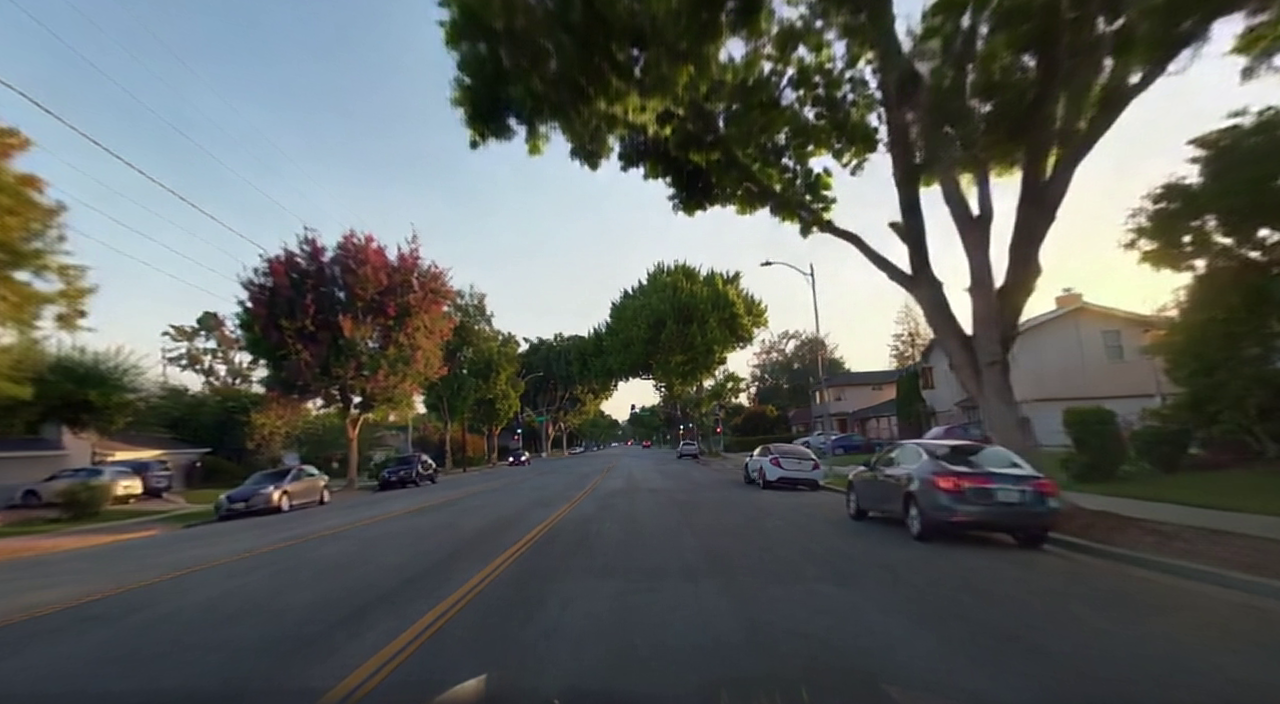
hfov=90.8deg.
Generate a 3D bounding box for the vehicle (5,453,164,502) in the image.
[{"bbox_3d":[-19.958,4.509,22.830,3.932,1.641,1.819,0,-8,-1],"label":"vehicle"}]

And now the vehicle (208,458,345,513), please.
[{"bbox_3d":[-11.431,4.194,20.249,1.867,1.471,4.139,0,-8,1],"label":"vehicle"}]

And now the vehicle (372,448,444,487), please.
[{"bbox_3d":[-11.464,5.683,31.539,1.977,1.753,4.278,0,-8,0],"label":"vehicle"}]

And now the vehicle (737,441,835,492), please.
[{"bbox_3d":[4.506,3.586,20.240,2.063,1.444,4.217,0,-8,-1],"label":"vehicle"}]

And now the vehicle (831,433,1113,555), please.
[{"bbox_3d":[4.678,2.035,9.840,2.010,1.461,4.247,0,-8,-1],"label":"vehicle"}]
